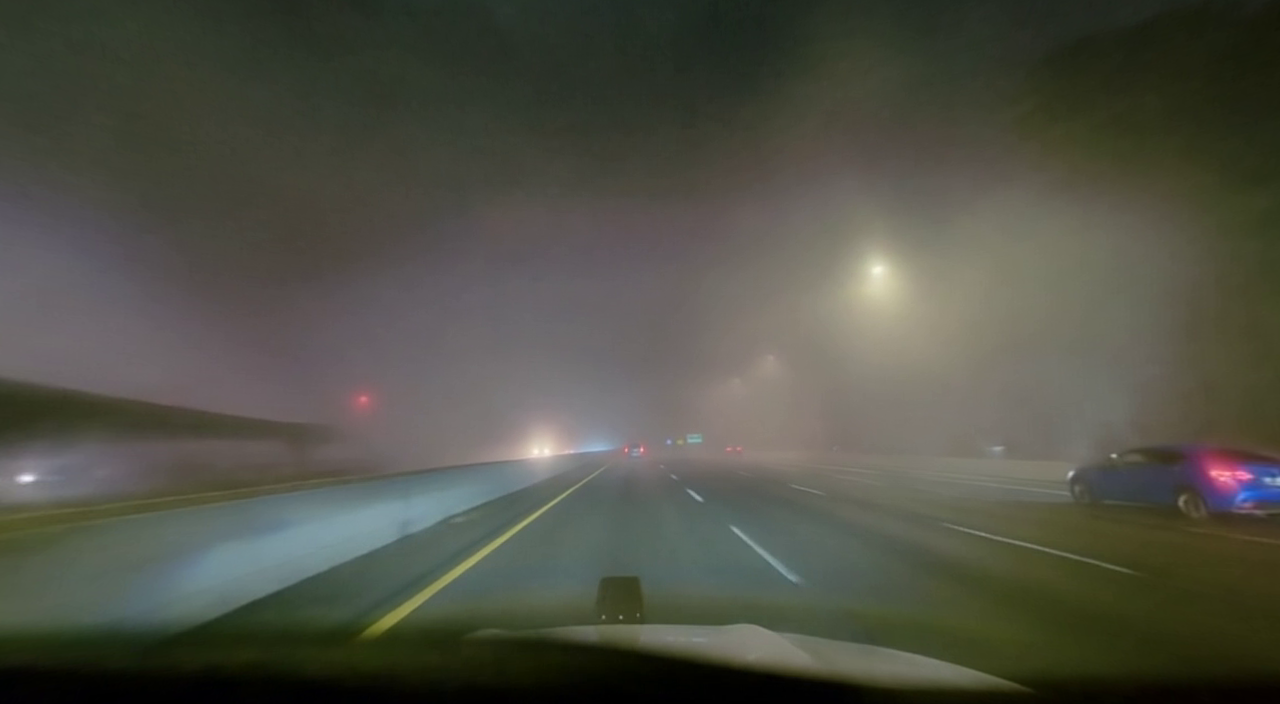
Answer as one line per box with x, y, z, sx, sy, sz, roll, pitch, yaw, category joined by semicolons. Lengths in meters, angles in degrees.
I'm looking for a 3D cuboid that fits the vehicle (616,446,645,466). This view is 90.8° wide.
-0.651;7.428;45.275;2.004;1.259;3.781;0;-8;0;vehicle

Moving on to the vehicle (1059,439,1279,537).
10.740;2.435;12.186;2.024;1.481;4.747;0;-8;-1;vehicle
